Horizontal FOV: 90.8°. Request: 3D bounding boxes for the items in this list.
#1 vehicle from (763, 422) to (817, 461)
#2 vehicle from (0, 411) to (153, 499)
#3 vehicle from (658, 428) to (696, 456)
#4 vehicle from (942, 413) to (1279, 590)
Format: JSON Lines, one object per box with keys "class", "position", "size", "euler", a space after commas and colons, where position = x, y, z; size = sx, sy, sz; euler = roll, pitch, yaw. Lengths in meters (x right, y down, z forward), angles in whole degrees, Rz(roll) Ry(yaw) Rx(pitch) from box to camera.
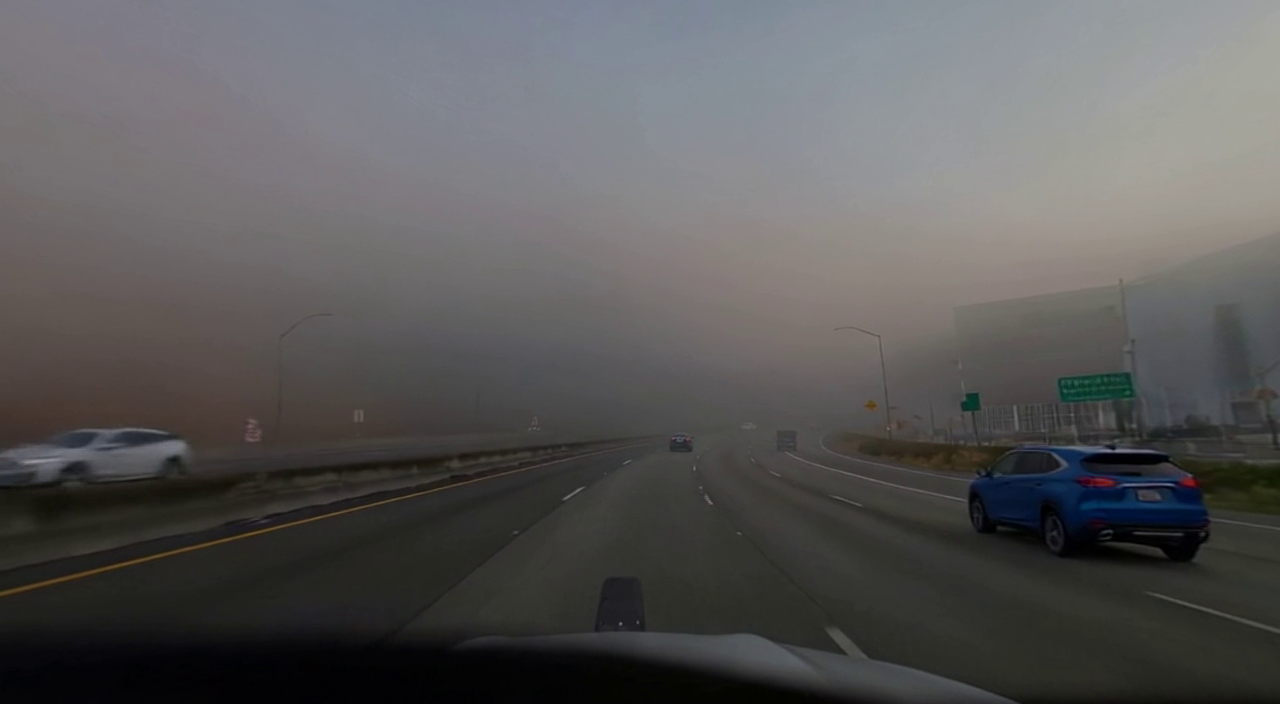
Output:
{"class": "vehicle", "position": [9.268, 5.647, 39.716], "size": [2.526, 2.230, 6.190], "euler": [-1, -9, 6]}
{"class": "vehicle", "position": [-12.251, 1.960, 12.060], "size": [2.179, 1.522, 4.505], "euler": [0, -9, 2]}
{"class": "vehicle", "position": [2.579, 6.195, 43.338], "size": [2.181, 1.768, 4.383], "euler": [-1, -9, 8]}
{"class": "vehicle", "position": [5.950, 1.741, 8.215], "size": [2.097, 1.659, 4.320], "euler": [-1, -9, 4]}
